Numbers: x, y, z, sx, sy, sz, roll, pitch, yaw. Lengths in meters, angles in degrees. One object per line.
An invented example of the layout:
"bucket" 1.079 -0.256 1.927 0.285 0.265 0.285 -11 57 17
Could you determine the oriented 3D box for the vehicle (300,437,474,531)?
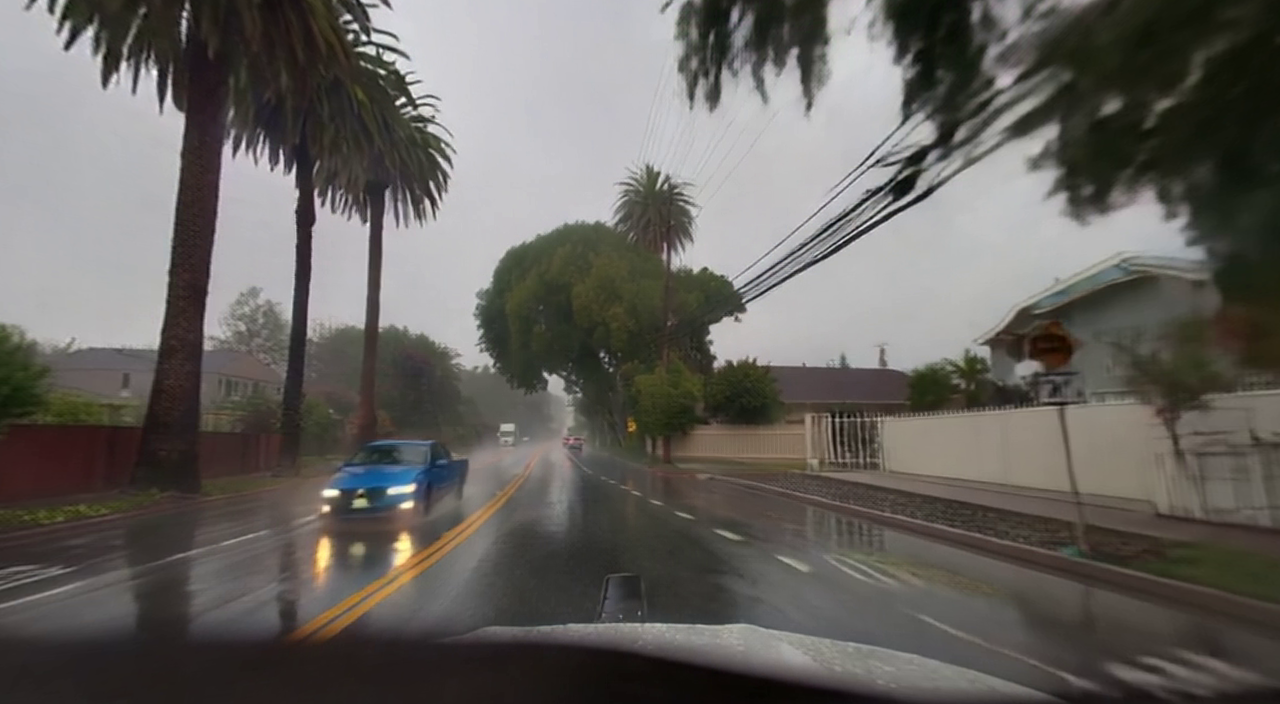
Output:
"vehicle" -4.759 2.505 12.713 2.061 1.510 4.457 1 -8 -6
